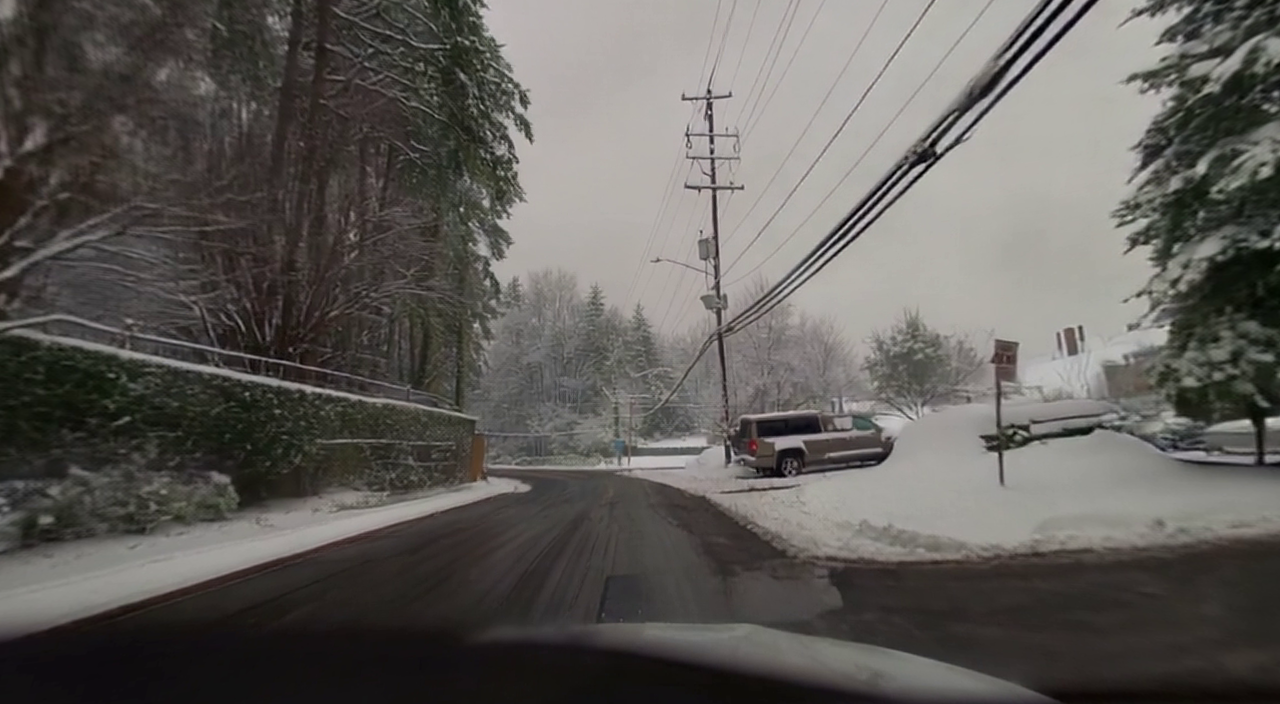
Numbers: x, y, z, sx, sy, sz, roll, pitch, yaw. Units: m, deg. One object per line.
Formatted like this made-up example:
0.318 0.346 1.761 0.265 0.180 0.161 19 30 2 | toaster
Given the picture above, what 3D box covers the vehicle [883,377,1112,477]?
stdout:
8.127 1.750 14.366 4.780 1.984 1.896 4 -9 -23 | vehicle
